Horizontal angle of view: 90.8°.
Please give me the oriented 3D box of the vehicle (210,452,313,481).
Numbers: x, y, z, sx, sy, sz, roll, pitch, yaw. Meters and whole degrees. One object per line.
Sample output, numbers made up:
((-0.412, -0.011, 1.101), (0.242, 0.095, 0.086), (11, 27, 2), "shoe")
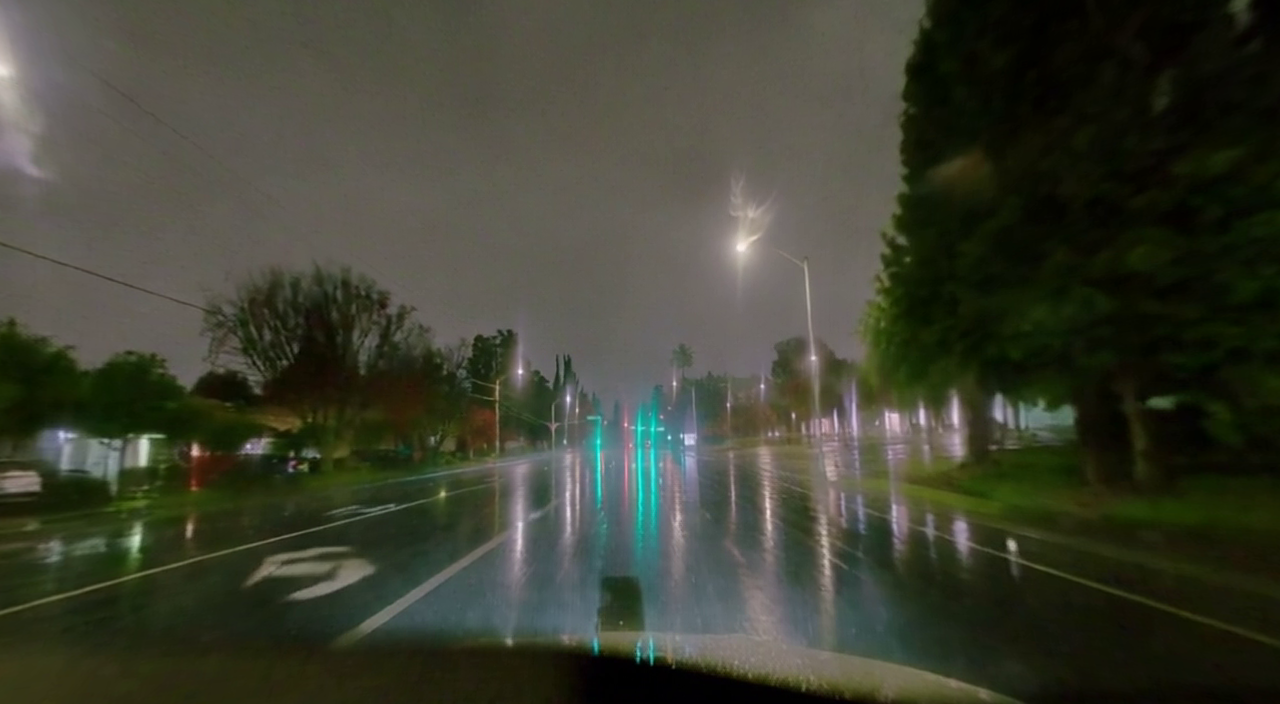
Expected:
((-21.580, 6.497, 36.189), (1.859, 1.461, 4.646), (-8, -12, 44), "vehicle")
